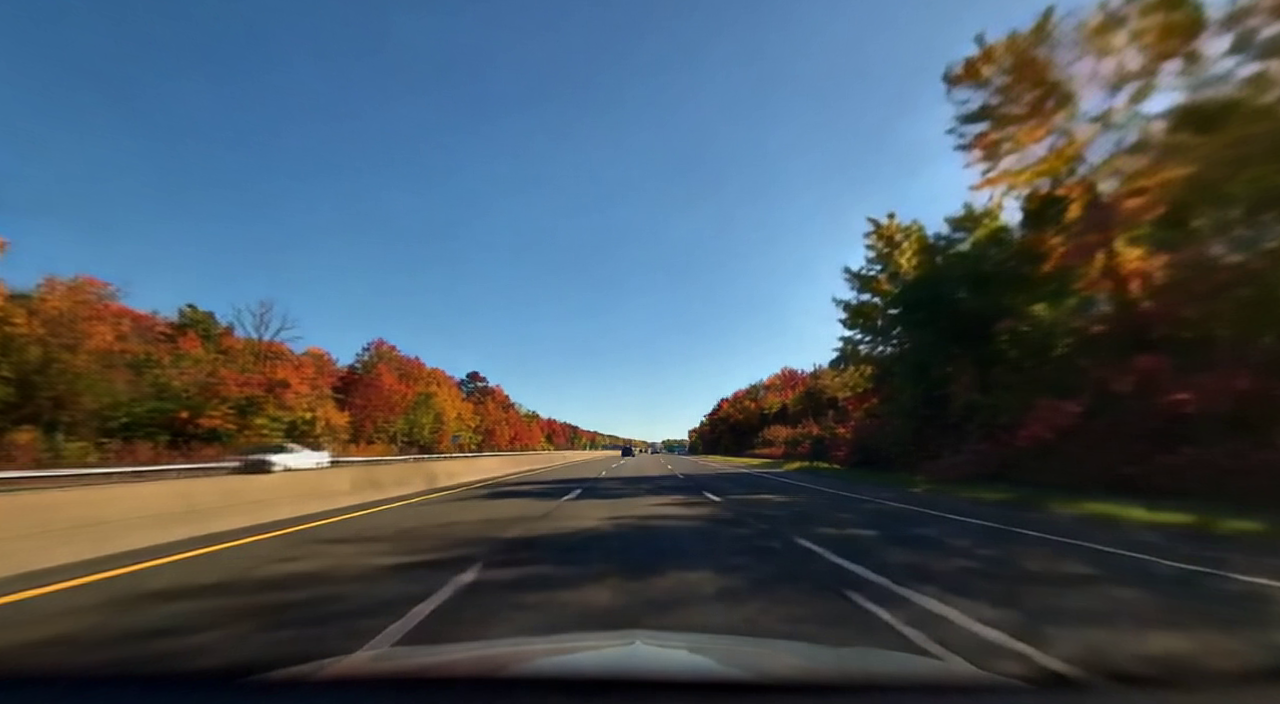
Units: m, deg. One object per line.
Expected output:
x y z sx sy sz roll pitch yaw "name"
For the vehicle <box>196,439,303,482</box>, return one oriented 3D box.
-17.553 4.889 28.496 1.977 1.749 4.318 -1 -9 1 "vehicle"
